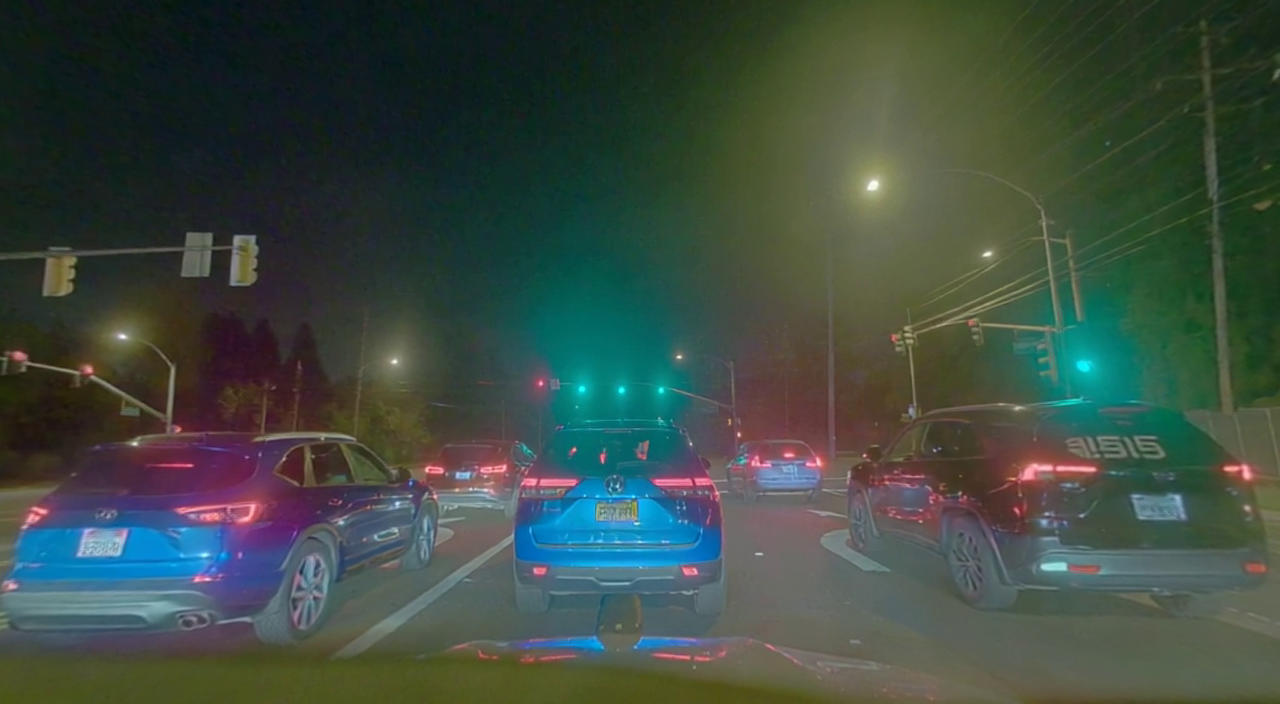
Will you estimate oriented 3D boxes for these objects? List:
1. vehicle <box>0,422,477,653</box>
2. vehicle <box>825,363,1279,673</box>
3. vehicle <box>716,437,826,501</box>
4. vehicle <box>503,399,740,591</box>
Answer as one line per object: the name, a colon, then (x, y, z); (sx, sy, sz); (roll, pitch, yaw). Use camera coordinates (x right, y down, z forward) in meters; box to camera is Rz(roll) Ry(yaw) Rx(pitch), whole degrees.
vehicle: (-3.191, 1.533, 6.358); (1.881, 1.466, 4.484); (0, -9, 0)
vehicle: (3.518, 1.301, 6.040); (1.999, 1.789, 4.583); (0, -9, -1)
vehicle: (3.357, 3.086, 17.096); (1.949, 1.479, 4.489); (0, -9, -1)
vehicle: (-0.136, 1.590, 7.778); (2.111, 1.712, 4.078); (0, -9, 1)
